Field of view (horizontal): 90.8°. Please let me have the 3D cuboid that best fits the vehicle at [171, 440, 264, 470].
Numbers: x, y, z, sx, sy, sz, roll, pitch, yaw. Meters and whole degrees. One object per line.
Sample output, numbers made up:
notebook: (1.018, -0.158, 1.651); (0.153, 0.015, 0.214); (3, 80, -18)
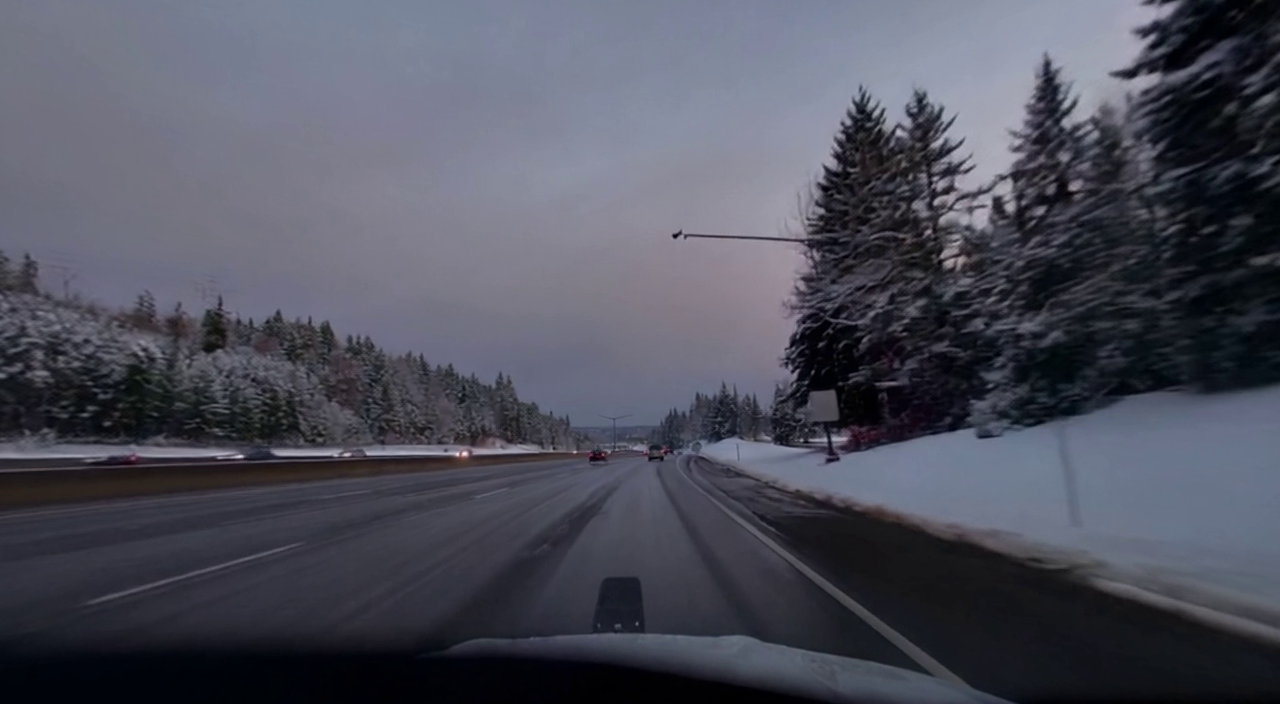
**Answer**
vehicle: (-23.148, 5.651, 34.831); (1.843, 1.490, 4.410); (0, -8, 4)
